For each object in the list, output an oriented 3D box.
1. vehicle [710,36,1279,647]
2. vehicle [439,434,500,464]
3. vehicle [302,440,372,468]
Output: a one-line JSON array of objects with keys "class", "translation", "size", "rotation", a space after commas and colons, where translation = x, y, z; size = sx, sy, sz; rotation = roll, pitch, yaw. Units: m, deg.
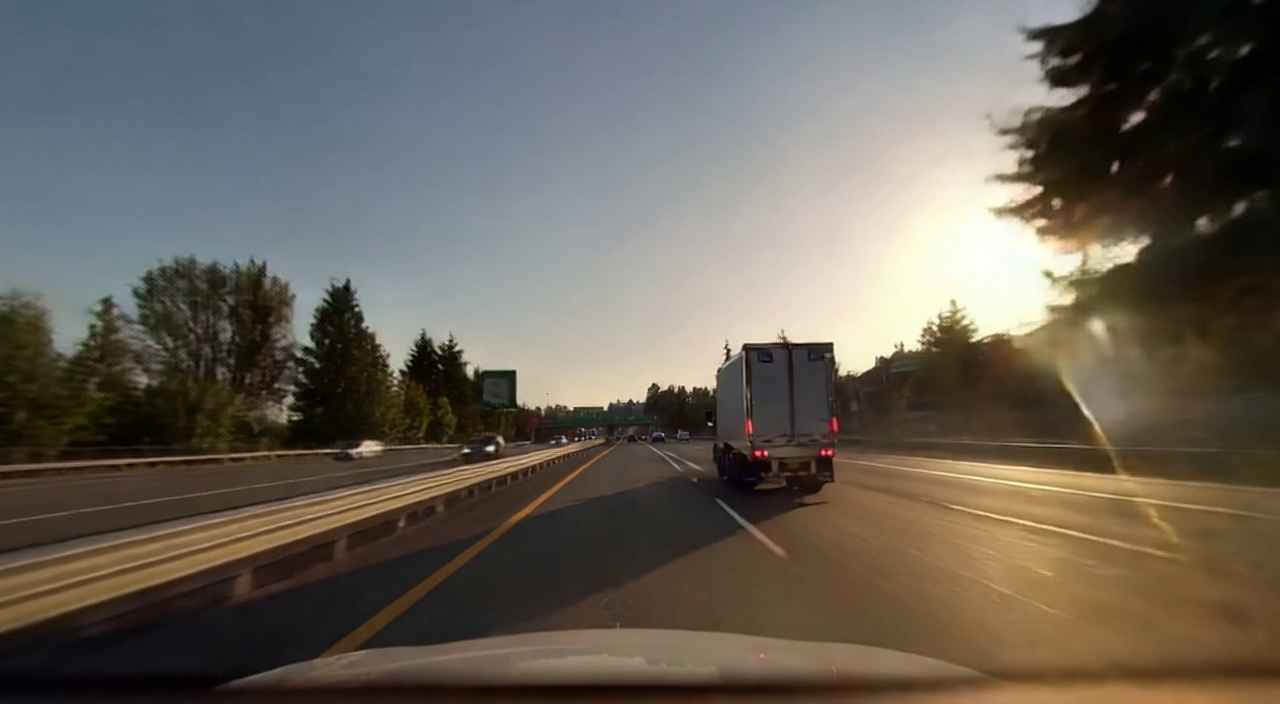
[{"class": "vehicle", "translation": [3.541, 0.667, 10.704], "size": [2.954, 3.995, 13.335], "rotation": [0, -7, -1]}, {"class": "vehicle", "translation": [-8.966, 5.129, 33.563], "size": [2.050, 1.466, 4.588], "rotation": [0, -7, -1]}, {"class": "vehicle", "translation": [-17.469, 5.877, 36.556], "size": [1.854, 1.471, 4.586], "rotation": [0, -7, -1]}]
